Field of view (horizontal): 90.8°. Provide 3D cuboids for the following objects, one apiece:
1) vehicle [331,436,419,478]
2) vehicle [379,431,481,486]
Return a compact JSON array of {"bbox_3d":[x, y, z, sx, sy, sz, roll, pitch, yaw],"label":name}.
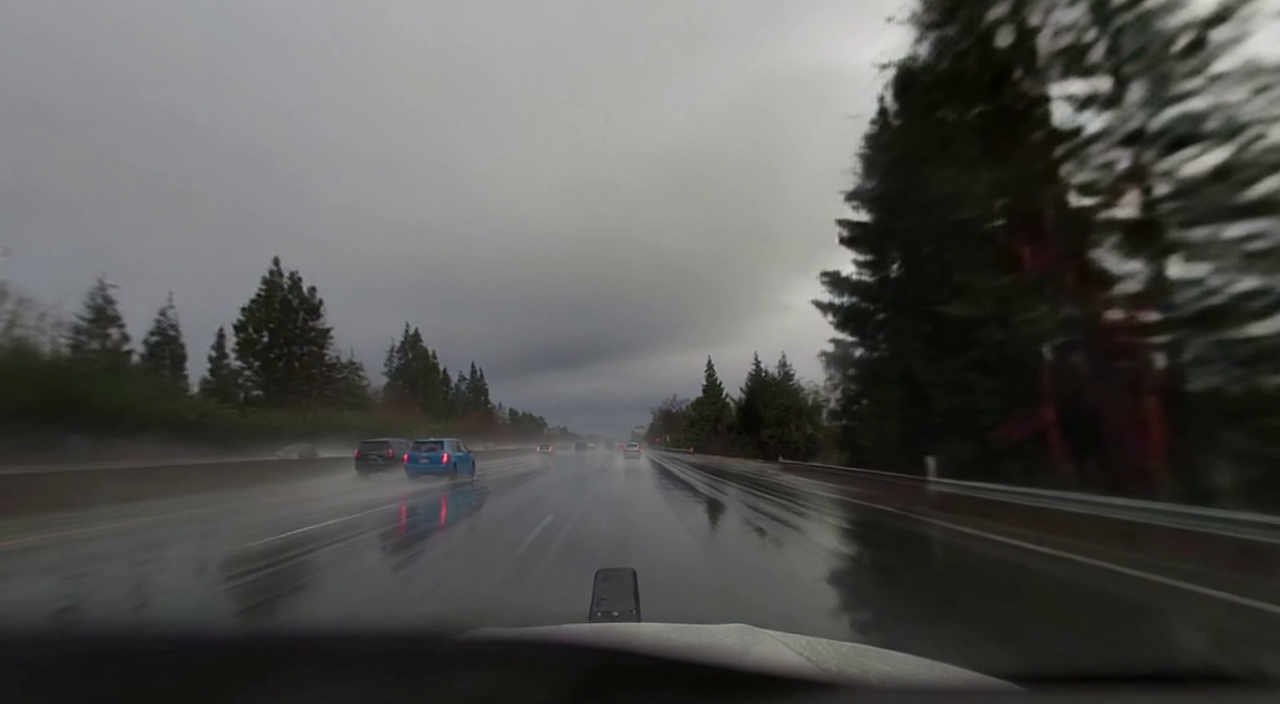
[{"bbox_3d":[-11.639,4.638,28.124,2.016,1.711,4.365,0,-9,-1],"label":"vehicle"},{"bbox_3d":[-7.389,3.811,22.817,2.146,1.766,4.502,0,-9,-1],"label":"vehicle"}]
